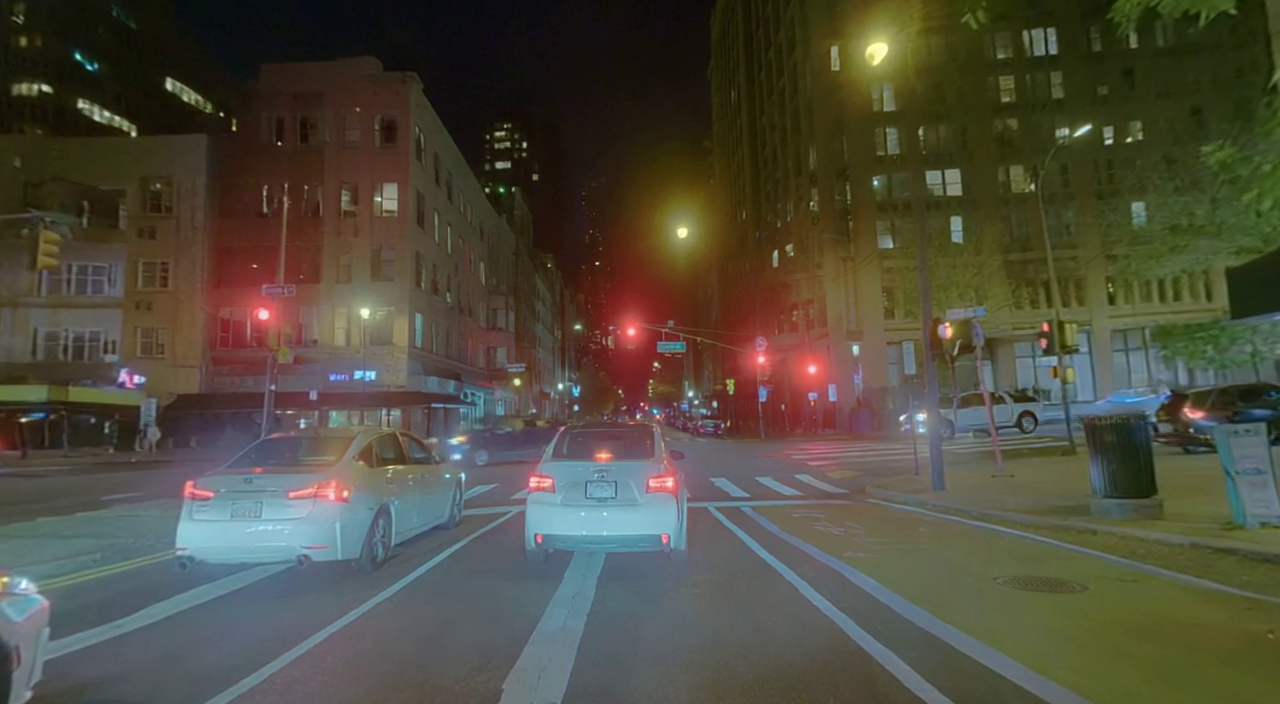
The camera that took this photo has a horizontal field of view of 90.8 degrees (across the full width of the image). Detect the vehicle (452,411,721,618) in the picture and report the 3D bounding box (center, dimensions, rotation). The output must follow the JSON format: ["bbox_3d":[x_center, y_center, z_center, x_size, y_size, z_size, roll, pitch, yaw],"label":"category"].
[{"bbox_3d":[-0.415,1.499,6.728,1.999,1.520,3.896,0,-8,-1],"label":"vehicle"}]

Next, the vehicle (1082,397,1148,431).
[{"bbox_3d":[26.310,3.478,34.929,4.392,1.667,1.958,7,-11,-42],"label":"vehicle"}]

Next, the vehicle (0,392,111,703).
[{"bbox_3d":[-3.918,0.705,1.181,1.995,1.524,4.438,0,-8,0],"label":"vehicle"}]

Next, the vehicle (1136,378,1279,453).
[{"bbox_3d":[21.628,2.355,22.871,5.863,2.493,2.354,2,-9,-12],"label":"vehicle"}]

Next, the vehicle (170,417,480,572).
[{"bbox_3d":[-3.688,1.740,8.498,1.934,1.522,4.287,0,-8,0],"label":"vehicle"}]
